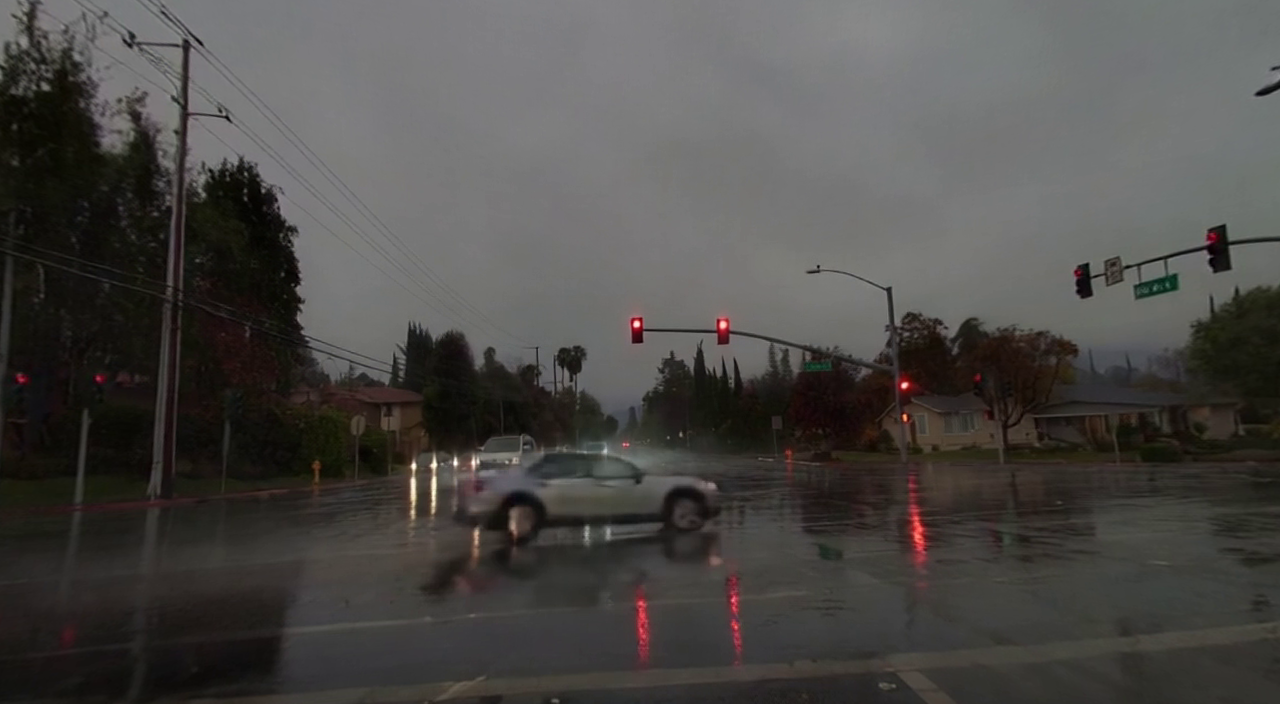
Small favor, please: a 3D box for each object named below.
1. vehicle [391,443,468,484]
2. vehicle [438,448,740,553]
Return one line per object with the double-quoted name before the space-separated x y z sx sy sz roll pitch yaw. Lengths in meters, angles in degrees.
"vehicle" -10.181 5.388 30.985 2.241 1.819 4.690 0 -9 -1
"vehicle" -0.902 2.254 10.231 4.443 1.367 2.197 2 -9 -17
